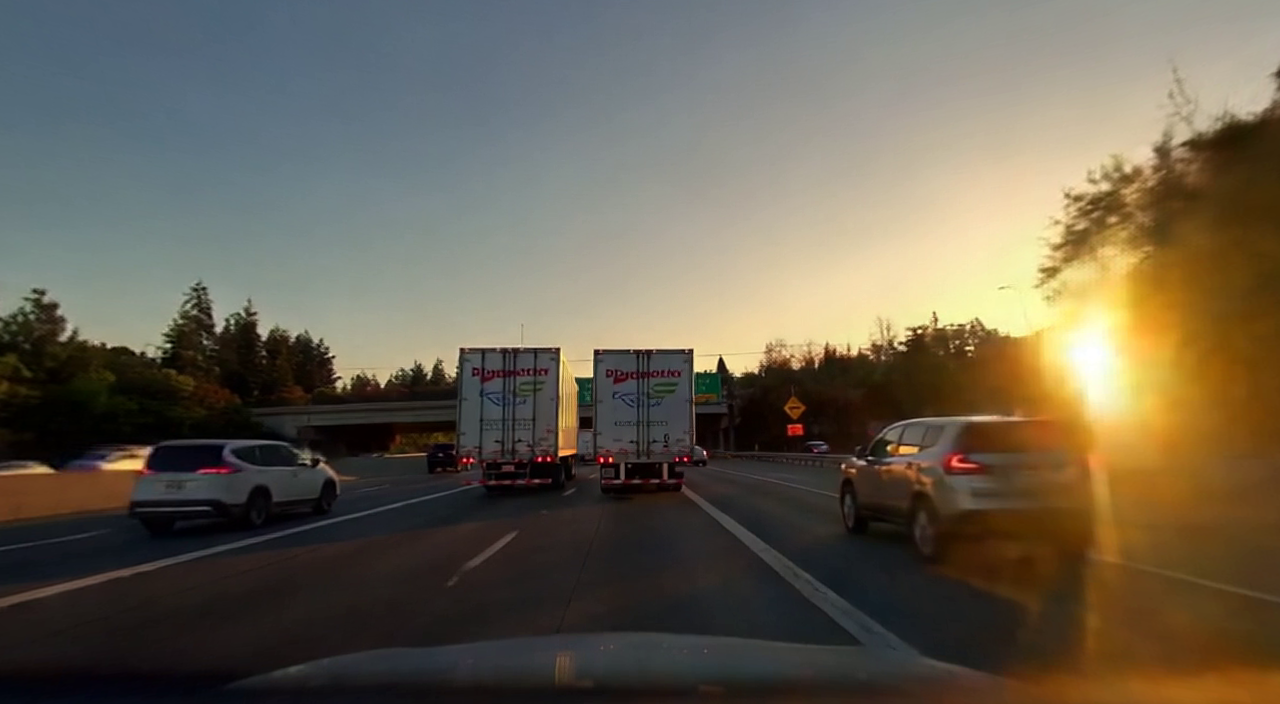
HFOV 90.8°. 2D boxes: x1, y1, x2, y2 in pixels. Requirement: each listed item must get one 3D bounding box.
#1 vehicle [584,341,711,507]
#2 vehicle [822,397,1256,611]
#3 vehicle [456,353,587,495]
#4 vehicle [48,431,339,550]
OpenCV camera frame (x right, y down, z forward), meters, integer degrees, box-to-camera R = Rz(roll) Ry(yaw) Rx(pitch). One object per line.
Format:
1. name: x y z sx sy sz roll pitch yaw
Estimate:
1. vehicle: 0.051 2.366 19.549 2.910 3.828 9.805 0 -9 -1
2. vehicle: 4.002 1.610 7.647 2.136 1.753 4.644 0 -9 -1
3. vehicle: -3.896 2.913 24.031 2.888 4.154 10.960 0 -9 0
4. vehicle: -7.536 2.342 11.408 2.017 1.694 4.420 0 -9 -1
